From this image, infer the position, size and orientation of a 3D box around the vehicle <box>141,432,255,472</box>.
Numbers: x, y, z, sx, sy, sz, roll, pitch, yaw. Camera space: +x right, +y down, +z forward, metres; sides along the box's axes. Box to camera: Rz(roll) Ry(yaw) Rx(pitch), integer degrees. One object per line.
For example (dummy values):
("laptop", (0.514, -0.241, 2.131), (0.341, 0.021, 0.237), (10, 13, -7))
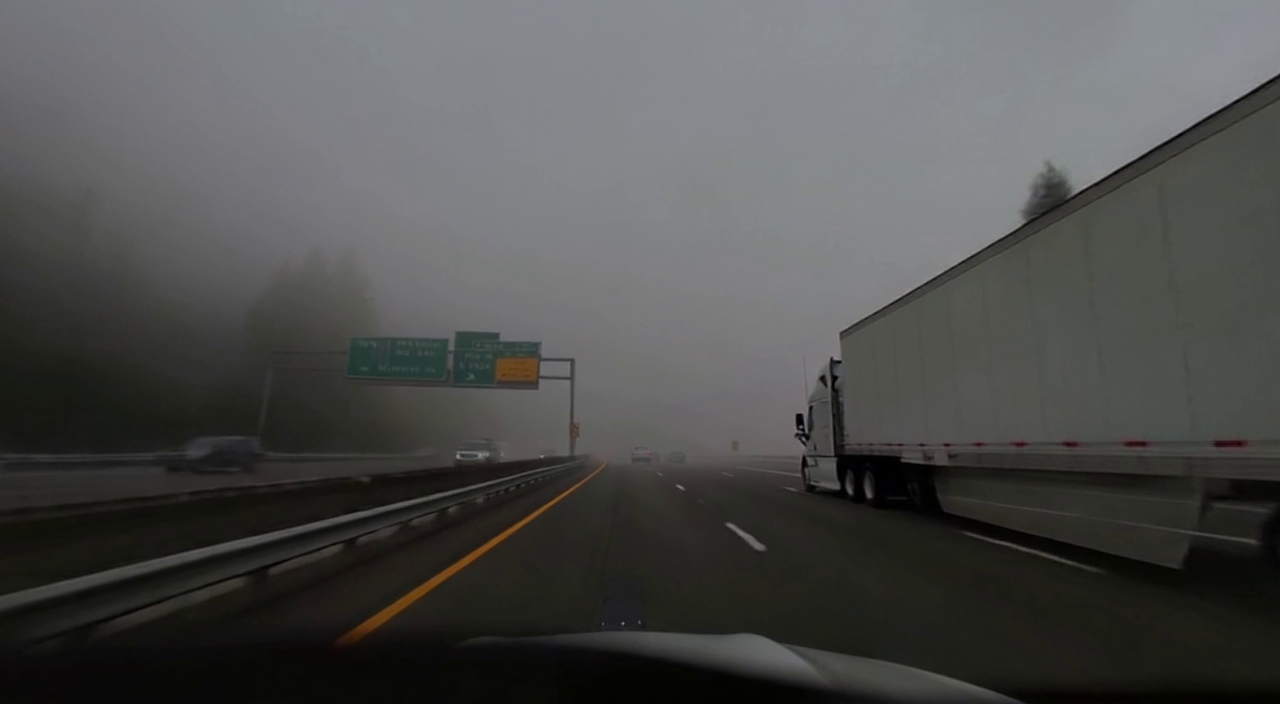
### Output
("vehicle", (-19.481, 4.446, 28.066), (1.892, 1.628, 4.423), (0, -9, -1))

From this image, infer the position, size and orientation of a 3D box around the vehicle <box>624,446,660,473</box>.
("vehicle", (0.160, 6.651, 39.098), (2.111, 1.599, 3.859), (0, -9, 1))

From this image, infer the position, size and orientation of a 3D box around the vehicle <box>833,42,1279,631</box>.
("vehicle", (5.944, 0.454, 7.944), (2.890, 4.006, 14.039), (0, -9, 1))

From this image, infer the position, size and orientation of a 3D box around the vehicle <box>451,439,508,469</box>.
("vehicle", (-8.618, 5.555, 34.249), (1.932, 1.501, 4.607), (0, -9, -1))
